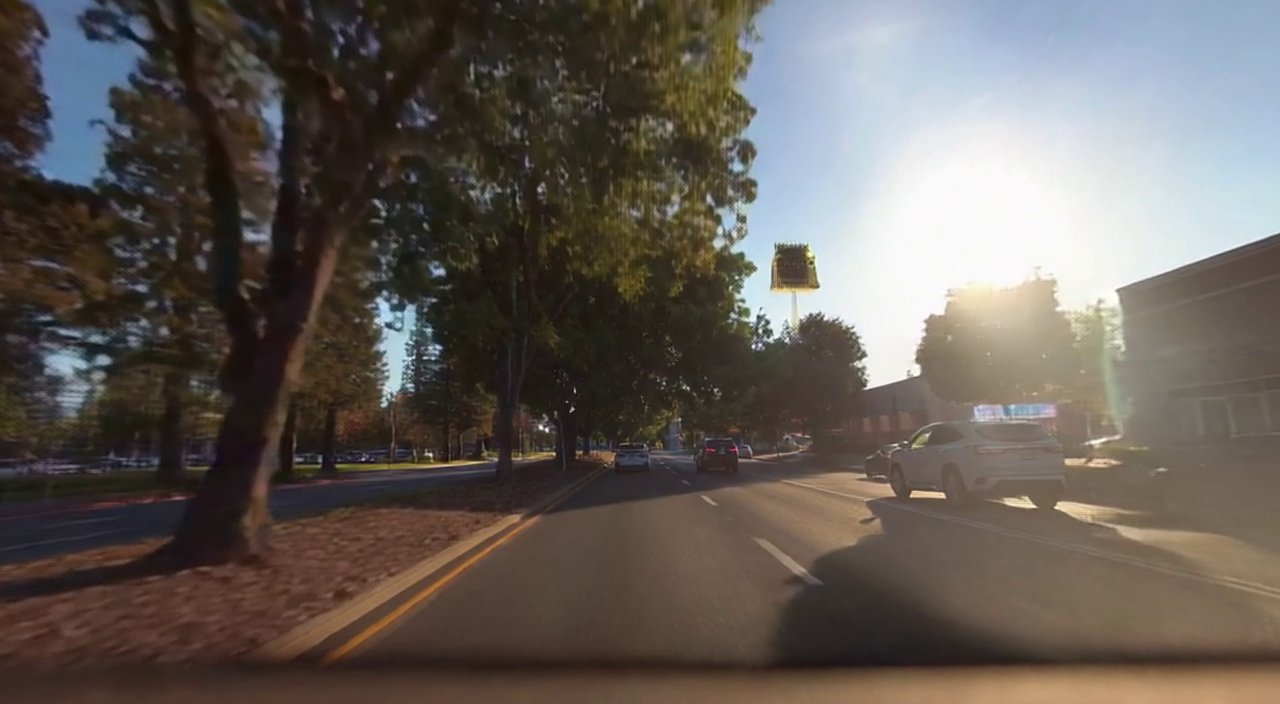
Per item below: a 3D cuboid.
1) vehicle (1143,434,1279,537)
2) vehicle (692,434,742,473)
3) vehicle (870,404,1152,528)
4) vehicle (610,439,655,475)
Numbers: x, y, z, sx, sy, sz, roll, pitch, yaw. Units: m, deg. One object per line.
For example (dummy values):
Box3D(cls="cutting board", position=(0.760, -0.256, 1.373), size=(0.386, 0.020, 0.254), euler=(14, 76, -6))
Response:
Box3D(cls="vehicle", position=(10.314, 1.948, 9.248), size=(2.021, 1.481, 4.746), euler=(0, -8, 1))
Box3D(cls="vehicle", position=(3.835, 5.133, 32.133), size=(1.955, 1.845, 4.538), euler=(0, -8, 0))
Box3D(cls="vehicle", position=(6.872, 2.212, 12.822), size=(2.240, 1.923, 5.678), euler=(0, -8, 0))
Box3D(cls="vehicle", position=(-0.323, 4.999, 30.238), size=(2.037, 1.568, 3.693), euler=(0, -8, 0))
